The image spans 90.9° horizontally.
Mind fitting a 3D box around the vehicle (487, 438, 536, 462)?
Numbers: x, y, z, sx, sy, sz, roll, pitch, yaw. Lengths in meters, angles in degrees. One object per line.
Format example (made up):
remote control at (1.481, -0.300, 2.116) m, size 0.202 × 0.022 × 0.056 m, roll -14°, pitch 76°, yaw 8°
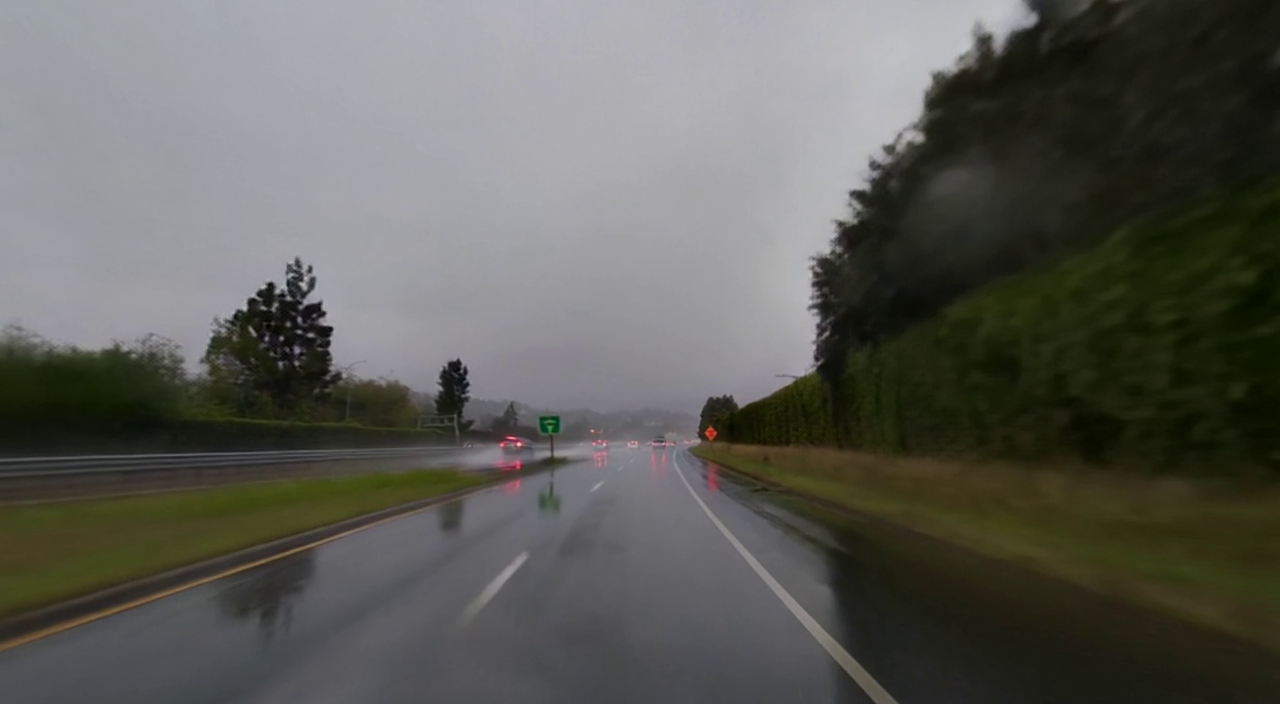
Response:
vehicle at (-9.350, 7.132, 46.118) m, size 2.141 × 1.612 × 3.998 m, roll -1°, pitch -8°, yaw 10°
